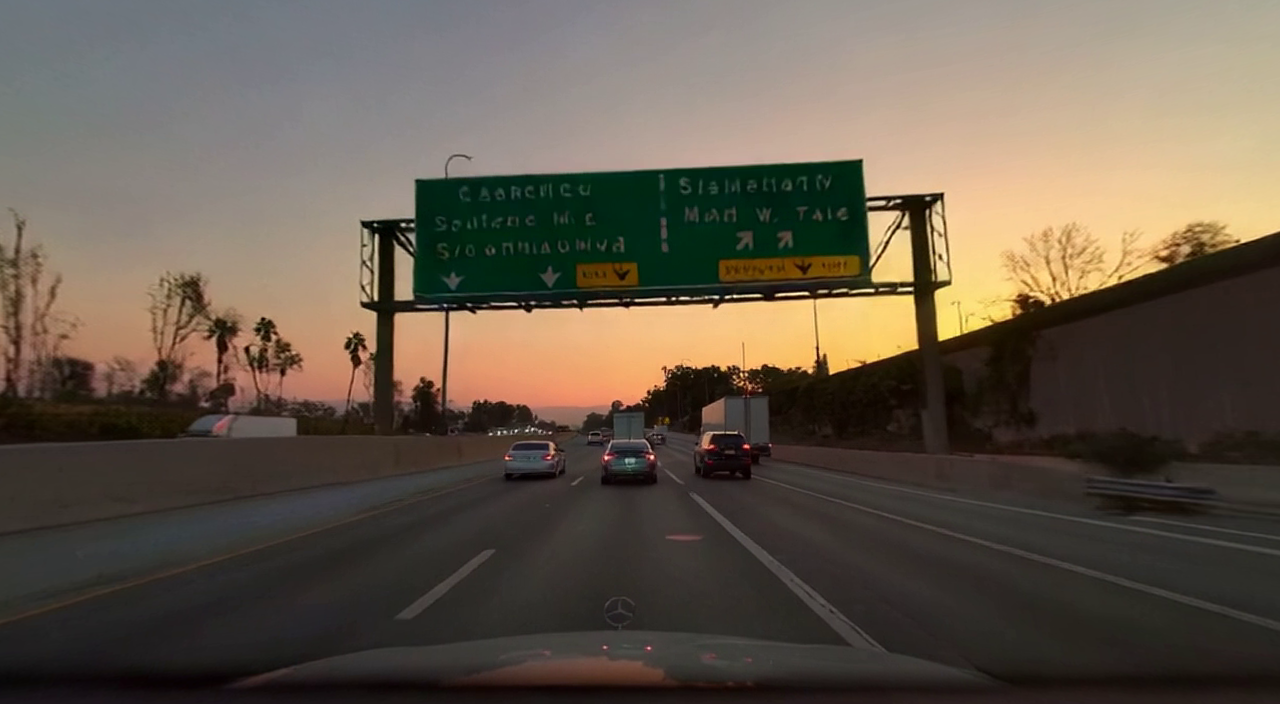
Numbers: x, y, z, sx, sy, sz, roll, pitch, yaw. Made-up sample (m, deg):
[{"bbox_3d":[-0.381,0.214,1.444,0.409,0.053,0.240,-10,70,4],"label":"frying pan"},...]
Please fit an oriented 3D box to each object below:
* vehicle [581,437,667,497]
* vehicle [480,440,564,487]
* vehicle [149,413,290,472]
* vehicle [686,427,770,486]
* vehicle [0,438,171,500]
[{"bbox_3d":[-0.415,3.152,17.654,2.136,1.470,3.971,0,-8,0],"label":"vehicle"},{"bbox_3d":[-3.910,3.755,21.608,1.998,1.423,4.436,0,-8,0],"label":"vehicle"},{"bbox_3d":[-30.430,6.710,46.572,2.839,3.817,11.855,0,-8,-3],"label":"vehicle"},{"bbox_3d":[2.951,3.642,22.238,2.173,1.870,4.499,0,-8,-2],"label":"vehicle"},{"bbox_3d":[-19.021,3.954,21.809,2.038,1.886,4.746,0,-8,-4],"label":"vehicle"}]
